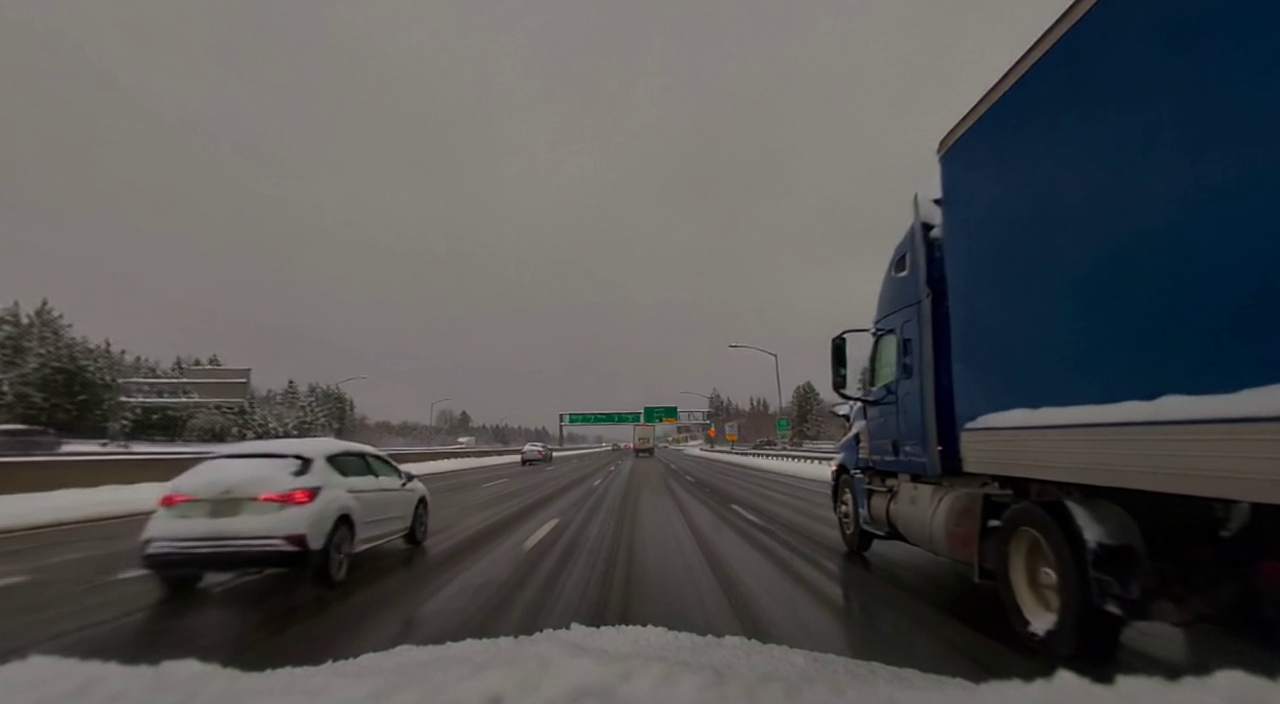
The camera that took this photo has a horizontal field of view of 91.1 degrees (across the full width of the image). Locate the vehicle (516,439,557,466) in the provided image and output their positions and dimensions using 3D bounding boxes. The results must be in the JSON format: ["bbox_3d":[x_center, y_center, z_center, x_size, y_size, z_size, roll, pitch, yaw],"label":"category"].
[{"bbox_3d":[-6.890,6.731,42.233,1.980,1.666,4.562,0,-9,1],"label":"vehicle"}]

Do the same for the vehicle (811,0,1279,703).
[{"bbox_3d":[3.773,0.091,2.824,3.049,3.395,10.595,0,-9,0],"label":"vehicle"}]

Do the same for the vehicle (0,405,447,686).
[{"bbox_3d":[-3.728,1.433,5.984,2.143,1.529,4.918,0,-9,1],"label":"vehicle"}]
